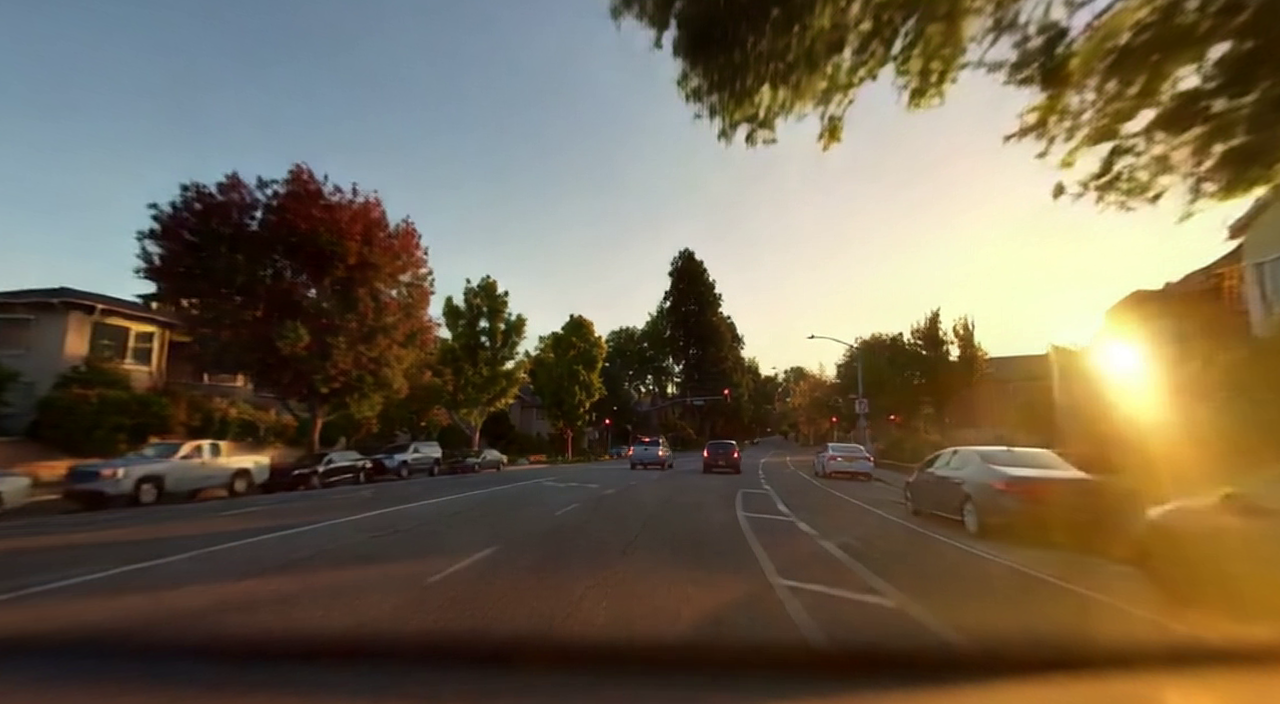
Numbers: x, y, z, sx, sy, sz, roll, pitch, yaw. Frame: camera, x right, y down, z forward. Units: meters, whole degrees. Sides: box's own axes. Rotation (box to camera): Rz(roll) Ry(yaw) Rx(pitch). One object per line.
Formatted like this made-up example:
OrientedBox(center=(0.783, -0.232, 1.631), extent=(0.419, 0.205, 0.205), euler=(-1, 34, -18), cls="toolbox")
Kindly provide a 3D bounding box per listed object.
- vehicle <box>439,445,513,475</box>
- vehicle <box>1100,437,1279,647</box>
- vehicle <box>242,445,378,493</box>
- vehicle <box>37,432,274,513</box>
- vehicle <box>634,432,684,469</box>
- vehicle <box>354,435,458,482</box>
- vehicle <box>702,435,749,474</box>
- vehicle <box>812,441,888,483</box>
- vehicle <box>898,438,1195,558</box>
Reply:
OrientedBox(center=(-8.646, 5.730, 33.825), extent=(1.782, 1.472, 4.744), euler=(-2, -9, 13), cls="vehicle")
OrientedBox(center=(5.310, 1.221, 3.766), extent=(1.807, 1.436, 4.535), euler=(0, -9, 2), cls="vehicle")
OrientedBox(center=(-11.325, 4.017, 22.119), extent=(1.809, 1.469, 4.485), euler=(-2, -9, 9), cls="vehicle")
OrientedBox(center=(-12.097, 3.018, 16.393), extent=(1.977, 1.761, 4.990), euler=(-1, -9, 4), cls="vehicle")
OrientedBox(center=(1.092, 5.322, 34.195), extent=(1.877, 1.827, 4.298), euler=(-2, -9, 13), cls="vehicle")
OrientedBox(center=(-10.140, 4.671, 27.916), extent=(2.115, 1.853, 4.745), euler=(-2, -9, 10), cls="vehicle")
OrientedBox(center=(4.121, 4.821, 29.893), extent=(1.852, 1.680, 4.488), euler=(-2, -9, 12), cls="vehicle")
OrientedBox(center=(8.229, 4.323, 25.246), extent=(2.104, 1.489, 4.962), euler=(-1, -9, 9), cls="vehicle")
OrientedBox(center=(5.952, 2.144, 10.127), extent=(1.957, 1.461, 4.547), euler=(-1, -9, 4), cls="vehicle")
